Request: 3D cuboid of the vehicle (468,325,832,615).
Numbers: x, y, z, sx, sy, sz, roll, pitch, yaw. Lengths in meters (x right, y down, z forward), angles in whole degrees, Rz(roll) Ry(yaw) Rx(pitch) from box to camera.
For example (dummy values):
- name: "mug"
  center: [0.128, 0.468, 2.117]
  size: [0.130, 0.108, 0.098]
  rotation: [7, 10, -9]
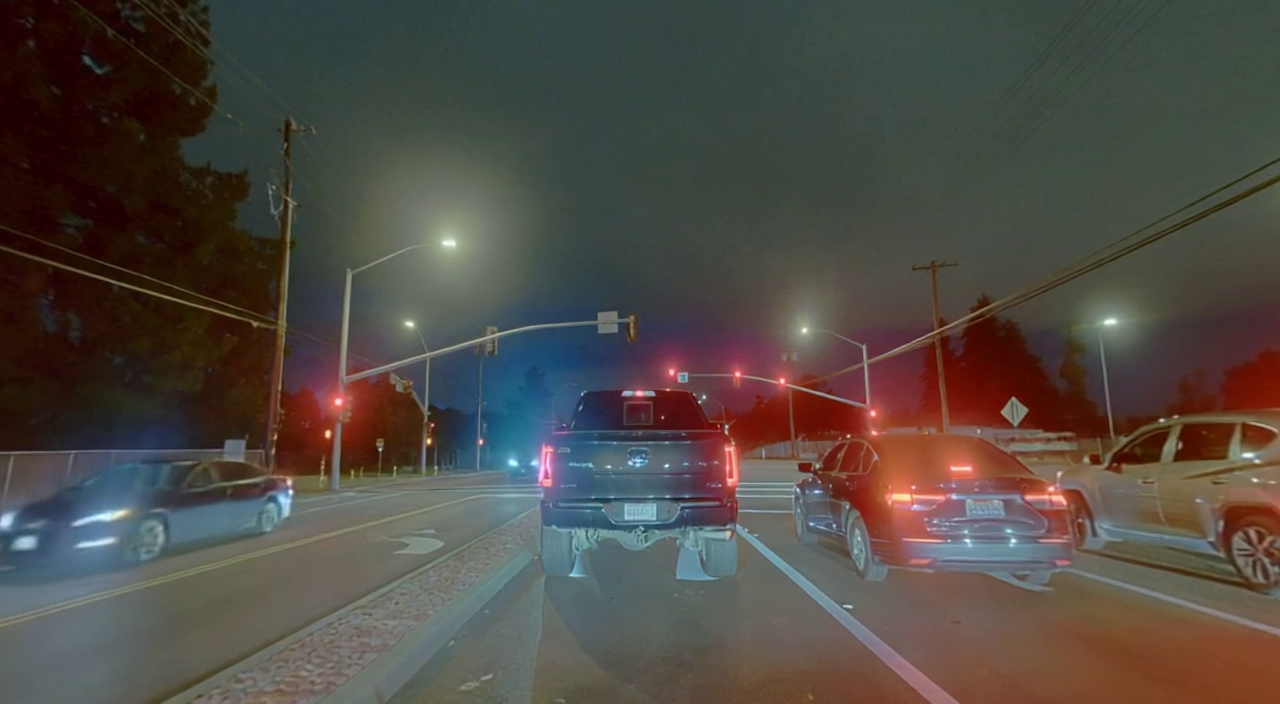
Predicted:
- name: "vehicle"
  center: [0.120, 1.362, 8.110]
  size: [2.831, 2.284, 6.149]
  rotation: [0, -8, 1]

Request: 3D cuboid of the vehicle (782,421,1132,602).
- name: "vehicle"
  center: [3.112, 1.638, 7.357]
  size: [1.993, 1.495, 4.060]
  rotation: [0, -8, 1]

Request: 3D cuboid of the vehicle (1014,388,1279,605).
- name: "vehicle"
  center: [6.148, 1.366, 6.439]
  size: [1.982, 1.727, 4.352]
  rotation: [0, -8, 1]

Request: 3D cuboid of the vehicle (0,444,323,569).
- name: "vehicle"
  center: [-8.032, 2.410, 10.865]
  size: [2.378, 1.611, 5.046]
  rotation: [0, -8, 2]
